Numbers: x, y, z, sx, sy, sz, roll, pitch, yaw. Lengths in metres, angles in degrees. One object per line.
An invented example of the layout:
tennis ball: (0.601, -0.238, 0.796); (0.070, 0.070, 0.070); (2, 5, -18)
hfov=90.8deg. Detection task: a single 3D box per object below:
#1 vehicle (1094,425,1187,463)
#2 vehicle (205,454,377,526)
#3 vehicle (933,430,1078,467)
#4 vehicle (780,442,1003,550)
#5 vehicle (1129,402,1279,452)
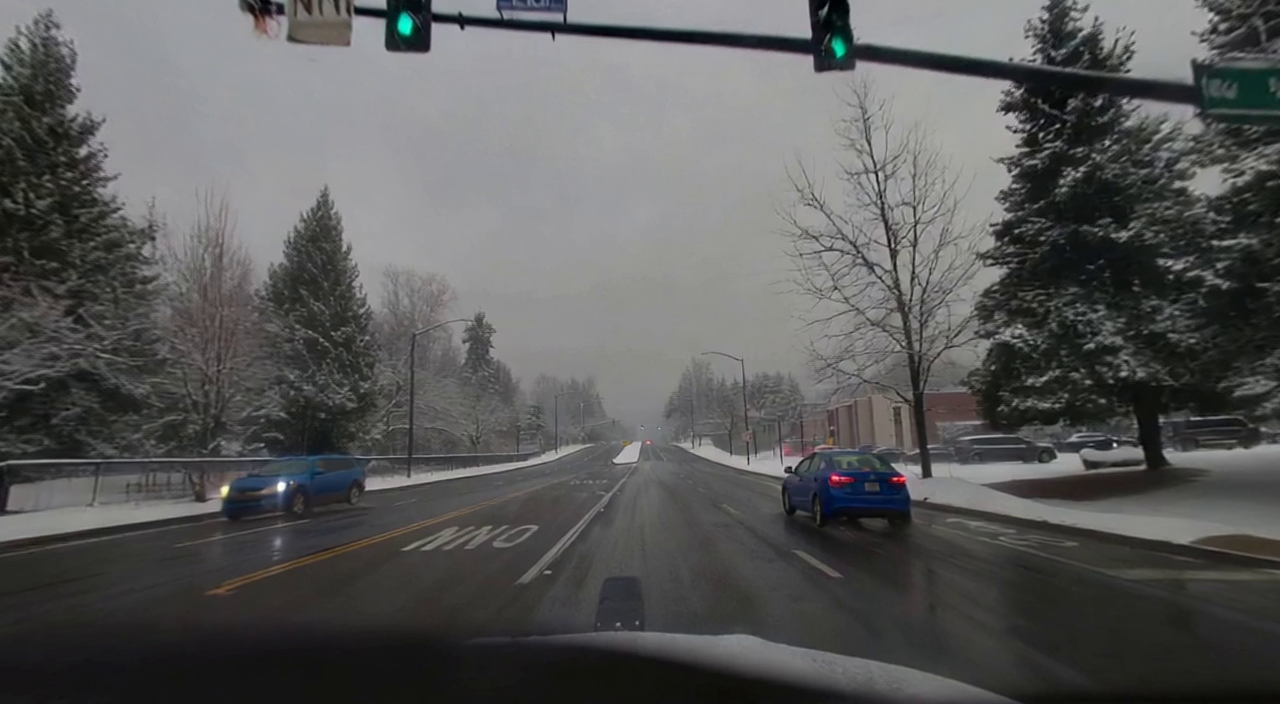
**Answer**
vehicle: (34.927, 6.405, 44.309); (2.369, 2.475, 5.128); (0, -8, 2)
vehicle: (-9.370, 3.695, 17.594); (1.937, 1.624, 4.913); (0, -8, 1)
vehicle: (19.393, 5.181, 33.788); (6.156, 1.801, 2.491); (-1, -9, 2)
vehicle: (4.034, 2.354, 11.139); (2.114, 1.493, 4.430); (0, -8, 0)
vehicle: (30.257, 4.147, 34.059); (2.279, 2.416, 6.795); (0, -9, 0)
